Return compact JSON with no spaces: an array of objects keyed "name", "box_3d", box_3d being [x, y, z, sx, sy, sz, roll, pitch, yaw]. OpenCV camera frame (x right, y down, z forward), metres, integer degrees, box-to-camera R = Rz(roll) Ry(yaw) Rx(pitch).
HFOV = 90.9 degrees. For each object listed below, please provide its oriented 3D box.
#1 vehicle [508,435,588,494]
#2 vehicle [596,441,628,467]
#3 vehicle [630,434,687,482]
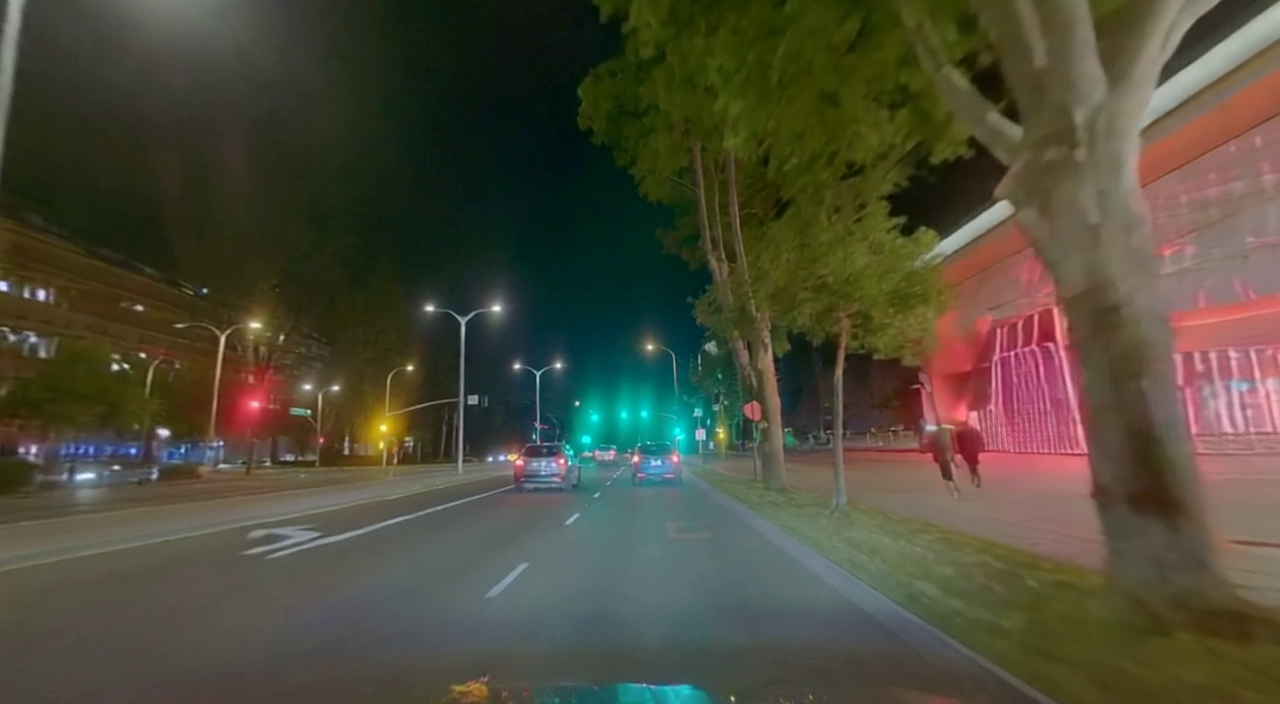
[{"name":"vehicle","box_3d":[-2.906,3.625,20.681,1.940,1.722,3.823,0,-8,2]},{"name":"vehicle","box_3d":[-2.107,7.801,48.409,2.220,1.847,4.587,0,-8,0]},{"name":"vehicle","box_3d":[0.697,4.239,25.415,2.120,1.758,3.917,0,-8,1]}]
